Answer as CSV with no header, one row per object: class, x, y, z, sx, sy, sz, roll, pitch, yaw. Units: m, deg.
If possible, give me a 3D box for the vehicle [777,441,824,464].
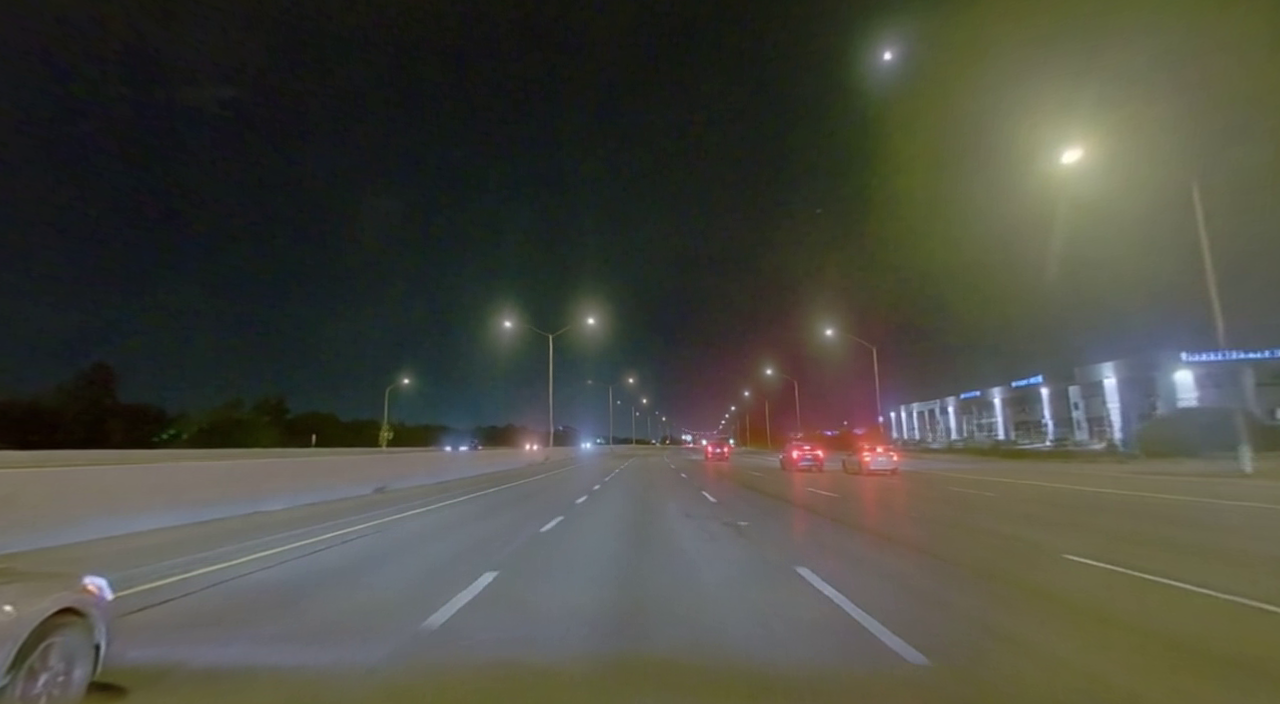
vehicle,10.920,6.873,43.260,2.000,1.514,4.585,0,-9,0
